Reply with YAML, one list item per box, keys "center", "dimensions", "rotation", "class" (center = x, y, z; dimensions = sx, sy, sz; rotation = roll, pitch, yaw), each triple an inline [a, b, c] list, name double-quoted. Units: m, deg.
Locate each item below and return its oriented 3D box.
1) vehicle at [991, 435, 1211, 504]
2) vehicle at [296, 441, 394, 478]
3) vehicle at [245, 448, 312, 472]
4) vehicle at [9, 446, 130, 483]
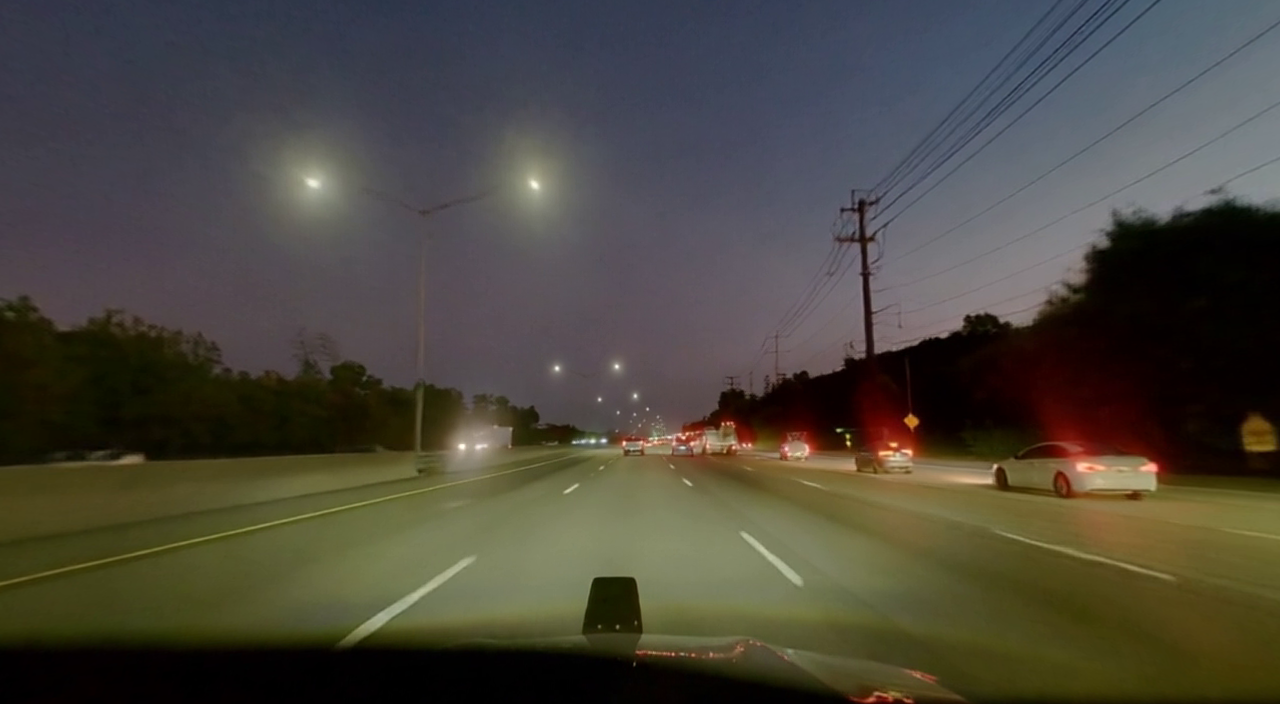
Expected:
- center: [11.323, 2.898, 16.034]
  dimensions: [2.076, 1.470, 4.644]
  rotation: [0, -8, 0]
  class: "vehicle"
- center: [-13.195, 4.832, 28.561]
  dimensions: [2.101, 1.515, 4.762]
  rotation: [0, -8, 0]
  class: "vehicle"
- center: [-24.327, 7.235, 42.541]
  dimensions: [1.898, 1.475, 4.426]
  rotation: [0, -8, 0]
  class: "vehicle"
- center: [-30.153, 5.930, 33.518]
  dimensions: [2.005, 1.758, 4.615]
  rotation: [0, -8, 1]
  class: "vehicle"
